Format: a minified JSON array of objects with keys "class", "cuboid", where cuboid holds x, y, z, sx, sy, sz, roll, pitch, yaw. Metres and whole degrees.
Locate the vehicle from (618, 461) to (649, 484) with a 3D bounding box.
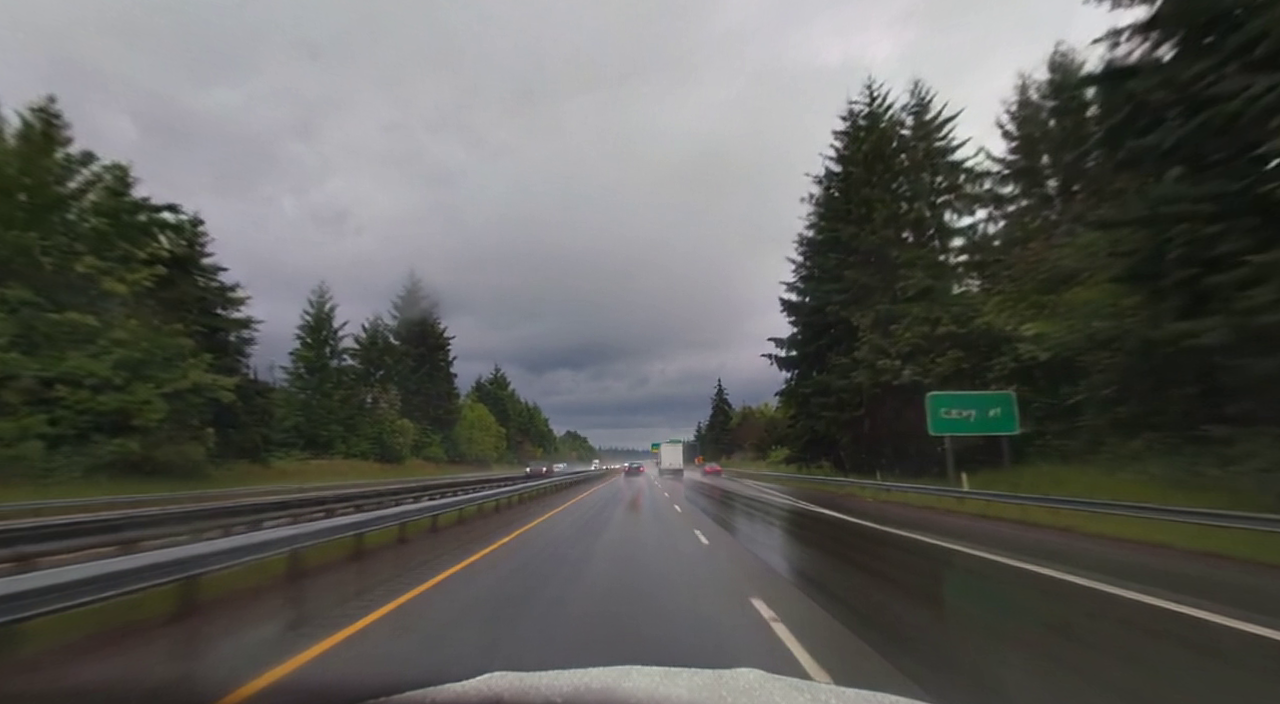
[{"class":"vehicle","cuboid":[-0.450,8.151,42.768,2.025,1.452,3.927,1,-10,0]}]
